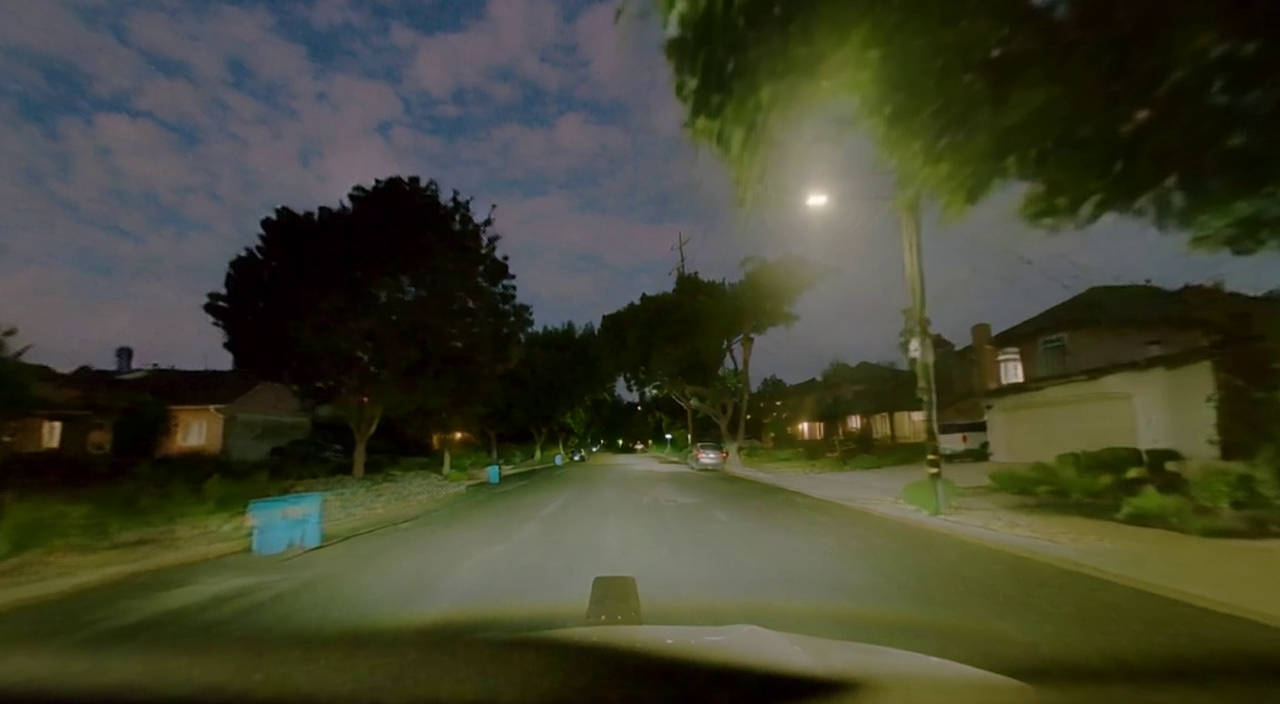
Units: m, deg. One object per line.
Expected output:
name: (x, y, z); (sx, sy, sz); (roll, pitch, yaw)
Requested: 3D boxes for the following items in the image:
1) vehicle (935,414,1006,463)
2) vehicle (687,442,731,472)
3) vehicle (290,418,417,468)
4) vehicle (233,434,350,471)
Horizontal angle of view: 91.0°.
vehicle: (14.742, 3.848, 27.960); (2.222, 1.963, 4.670); (-6, -10, 33)
vehicle: (3.715, 5.720, 34.605); (2.011, 1.521, 4.292); (0, -8, 1)
vehicle: (-16.972, 5.440, 37.454); (6.381, 2.645, 2.703); (-3, -9, 10)
vehicle: (-15.955, 4.636, 29.034); (2.018, 1.534, 4.253); (-4, -10, 25)
